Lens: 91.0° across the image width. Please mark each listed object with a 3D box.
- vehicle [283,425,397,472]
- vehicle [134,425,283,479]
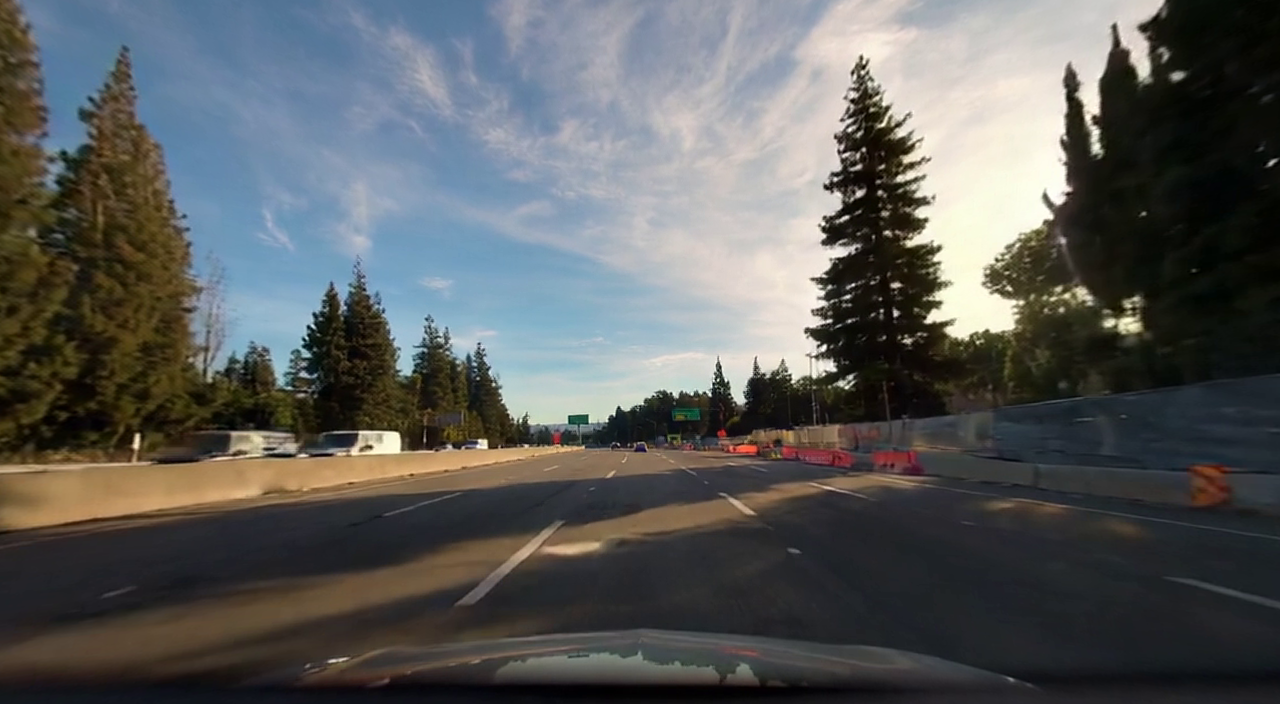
[{"bbox_3d":[-13.265,4.349,28.439,2.327,1.897,5.878,0,-8,-1],"label":"vehicle"},{"bbox_3d":[-16.367,3.842,24.333,2.212,1.861,5.039,0,-8,-1],"label":"vehicle"}]
